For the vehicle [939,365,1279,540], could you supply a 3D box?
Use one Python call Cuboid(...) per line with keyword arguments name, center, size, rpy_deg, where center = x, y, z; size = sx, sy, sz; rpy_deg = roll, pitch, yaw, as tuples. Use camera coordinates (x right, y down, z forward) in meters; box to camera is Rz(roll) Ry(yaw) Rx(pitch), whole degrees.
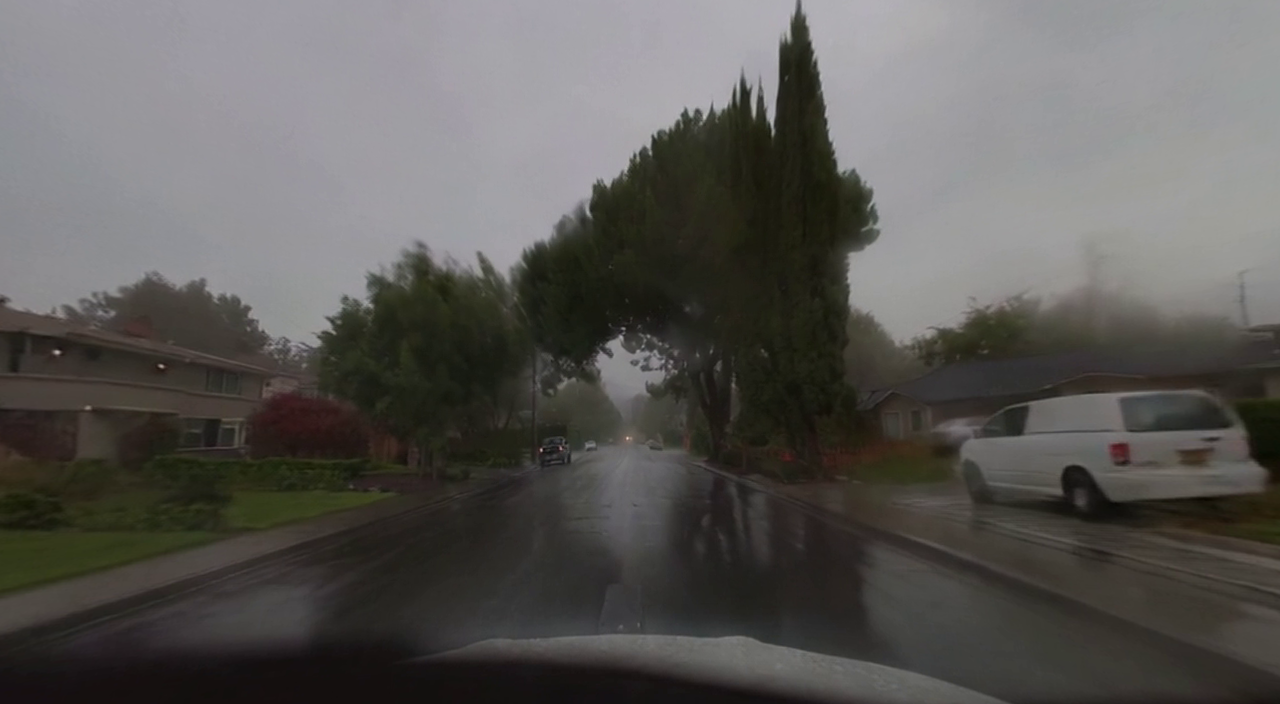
Cuboid(name="vehicle", center=(7.016, 1.468, 9.764), size=(2.233, 1.923, 4.848), rpy_deg=(-3, -8, -1))
